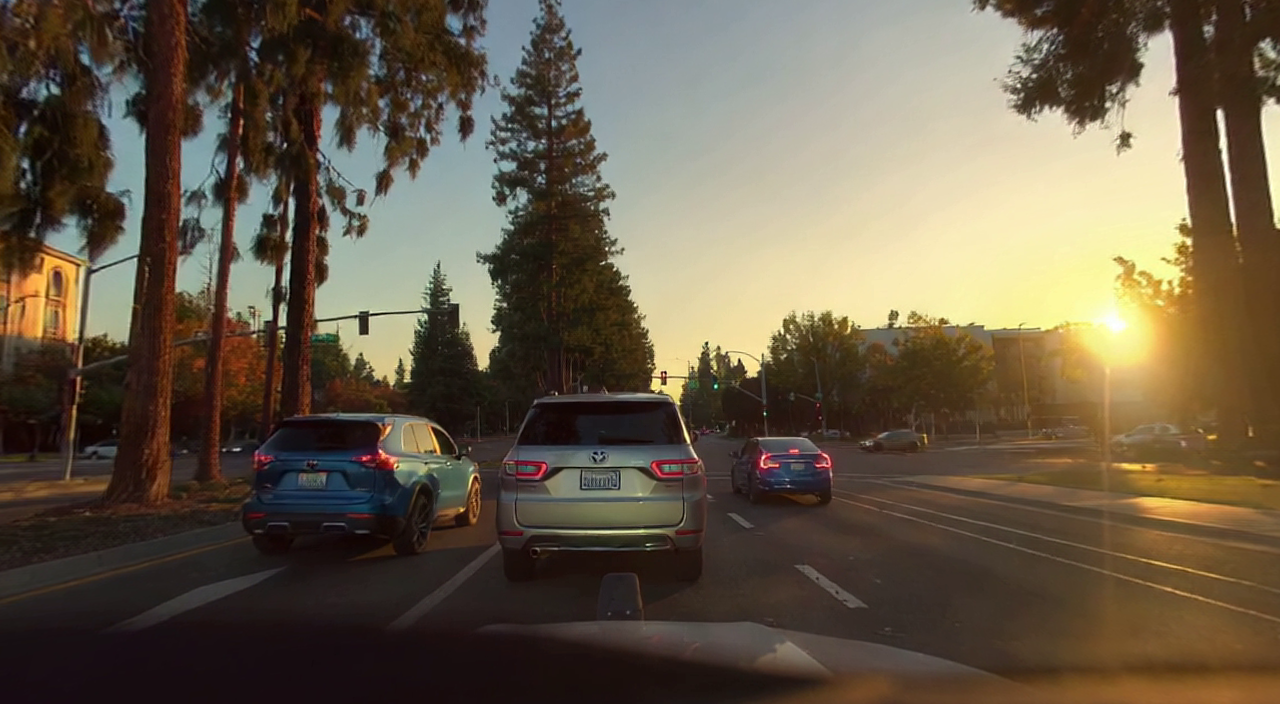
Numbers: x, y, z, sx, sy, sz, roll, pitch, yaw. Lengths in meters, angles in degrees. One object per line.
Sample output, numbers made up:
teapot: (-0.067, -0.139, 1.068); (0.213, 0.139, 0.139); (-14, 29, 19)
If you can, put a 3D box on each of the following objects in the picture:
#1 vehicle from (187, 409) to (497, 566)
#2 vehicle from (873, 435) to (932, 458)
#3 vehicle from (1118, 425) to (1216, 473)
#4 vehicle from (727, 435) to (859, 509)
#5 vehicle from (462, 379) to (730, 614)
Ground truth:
vehicle: (-3.722, 1.789, 9.096); (2.160, 1.666, 4.583); (0, -8, 1)
vehicle: (19.995, 7.207, 47.917); (4.361, 1.653, 2.034); (6, -10, -35)
vehicle: (19.277, 3.522, 23.001); (4.215, 1.578, 1.892); (7, -11, -39)
vehicle: (3.450, 2.790, 15.145); (2.121, 1.494, 4.208); (0, -8, 0)
vehicle: (-0.335, 1.433, 7.103); (2.064, 1.817, 4.298); (0, -8, 0)
